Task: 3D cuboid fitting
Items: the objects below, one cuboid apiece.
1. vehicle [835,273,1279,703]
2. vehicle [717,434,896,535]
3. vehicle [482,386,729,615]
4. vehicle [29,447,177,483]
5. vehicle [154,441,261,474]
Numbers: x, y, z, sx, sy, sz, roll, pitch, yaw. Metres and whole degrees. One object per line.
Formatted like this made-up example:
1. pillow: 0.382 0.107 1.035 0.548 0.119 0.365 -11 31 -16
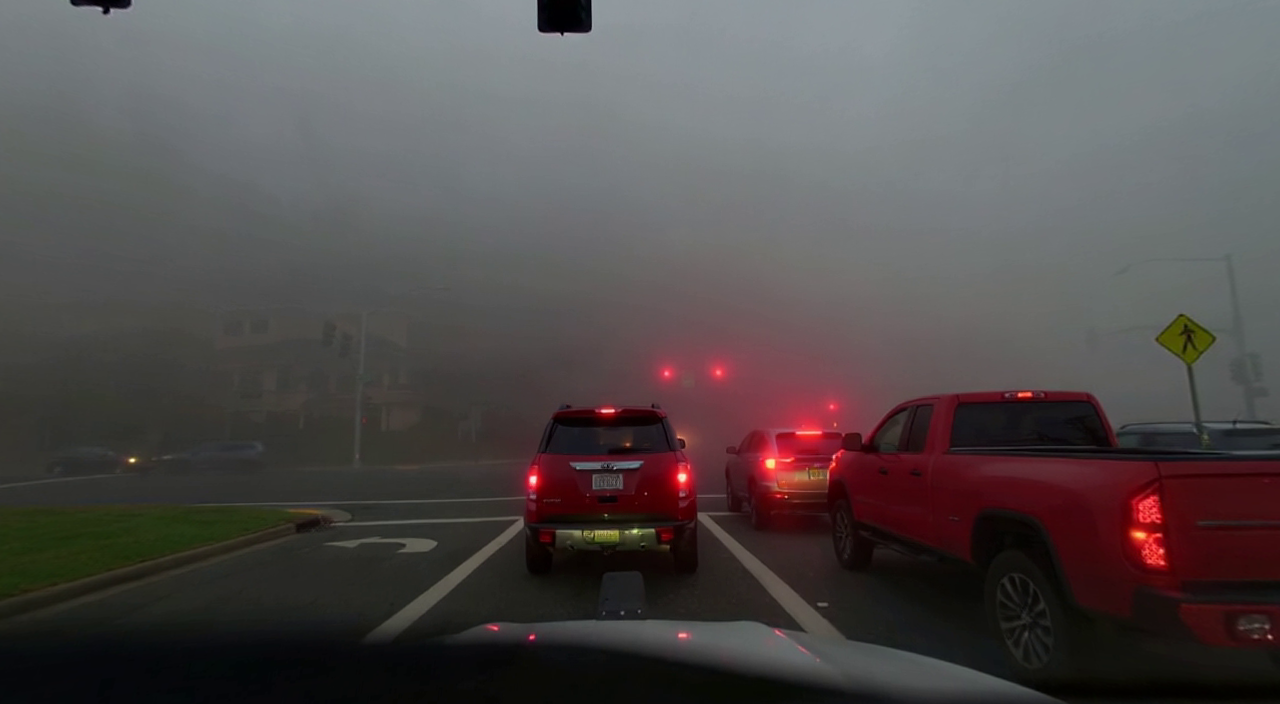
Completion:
1. vehicle: 2.989 0.951 3.916 1.886 1.849 5.070 0 -8 -1
2. vehicle: 2.716 2.267 11.537 1.952 1.465 4.421 0 -8 -2
3. vehicle: -0.251 1.403 6.698 1.915 1.780 3.379 0 -8 1
4. vehicle: -22.877 4.793 27.078 4.533 1.350 1.714 0 -8 -9
5. vehicle: -23.404 5.713 34.322 4.289 1.672 1.864 1 -8 -9
